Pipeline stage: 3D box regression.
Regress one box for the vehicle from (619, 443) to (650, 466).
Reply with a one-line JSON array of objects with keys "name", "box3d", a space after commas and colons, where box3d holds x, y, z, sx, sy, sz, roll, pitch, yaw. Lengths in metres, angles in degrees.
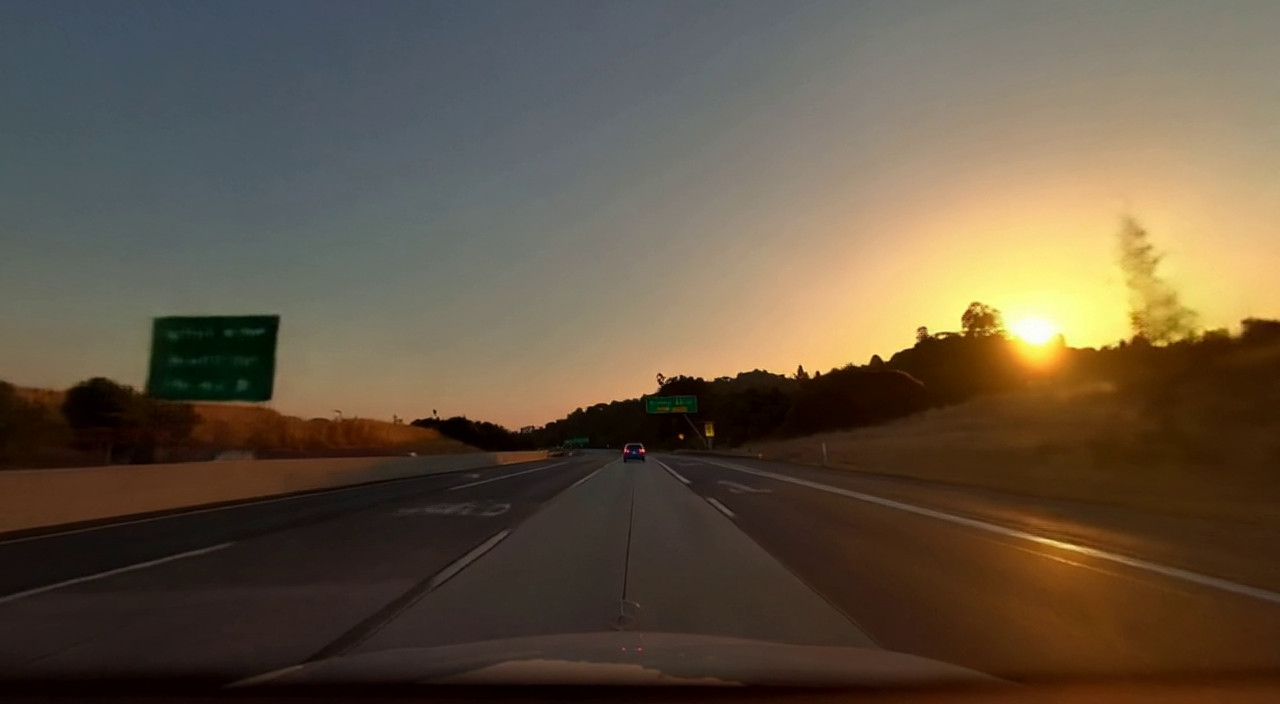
[{"name": "vehicle", "box3d": [-0.419, 7.140, 44.198, 2.080, 1.468, 3.884, 0, -9, -1]}]
